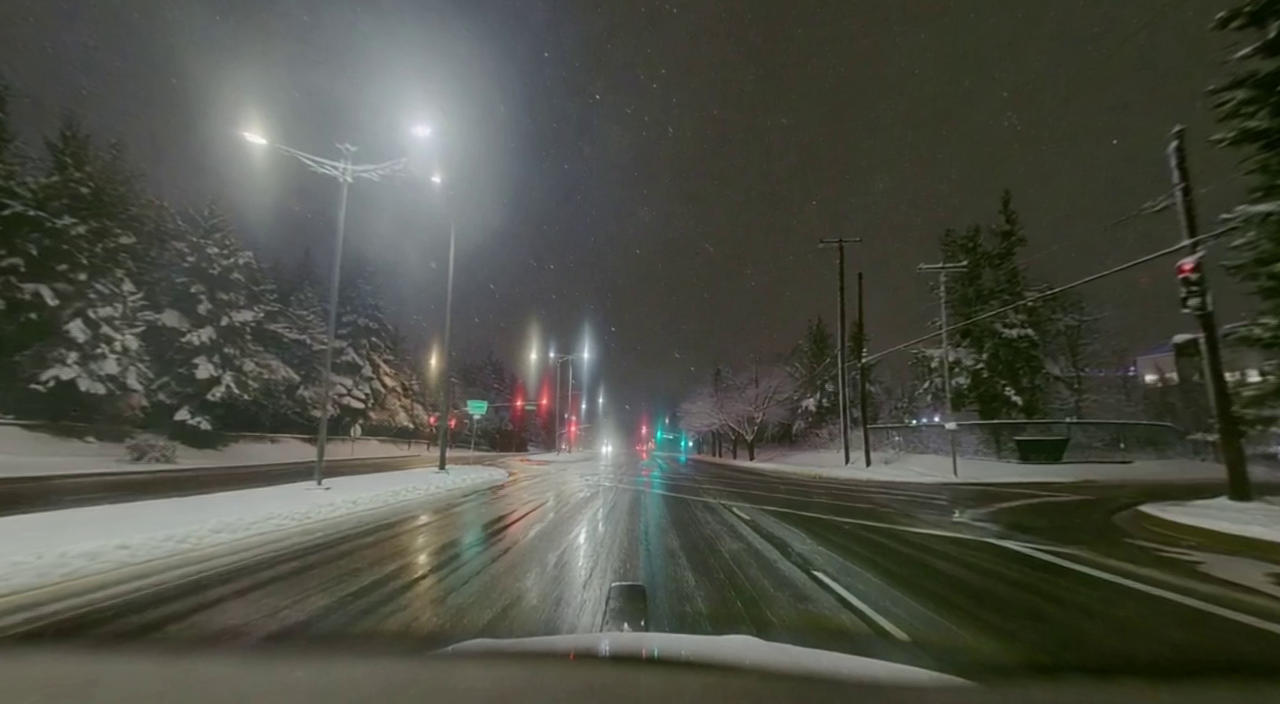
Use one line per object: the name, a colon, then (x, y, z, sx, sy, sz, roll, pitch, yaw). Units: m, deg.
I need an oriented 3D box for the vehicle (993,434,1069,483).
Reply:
vehicle: (15.987, 4.351, 25.944, 1.800, 1.840, 2.969, -3, -9, 16)
